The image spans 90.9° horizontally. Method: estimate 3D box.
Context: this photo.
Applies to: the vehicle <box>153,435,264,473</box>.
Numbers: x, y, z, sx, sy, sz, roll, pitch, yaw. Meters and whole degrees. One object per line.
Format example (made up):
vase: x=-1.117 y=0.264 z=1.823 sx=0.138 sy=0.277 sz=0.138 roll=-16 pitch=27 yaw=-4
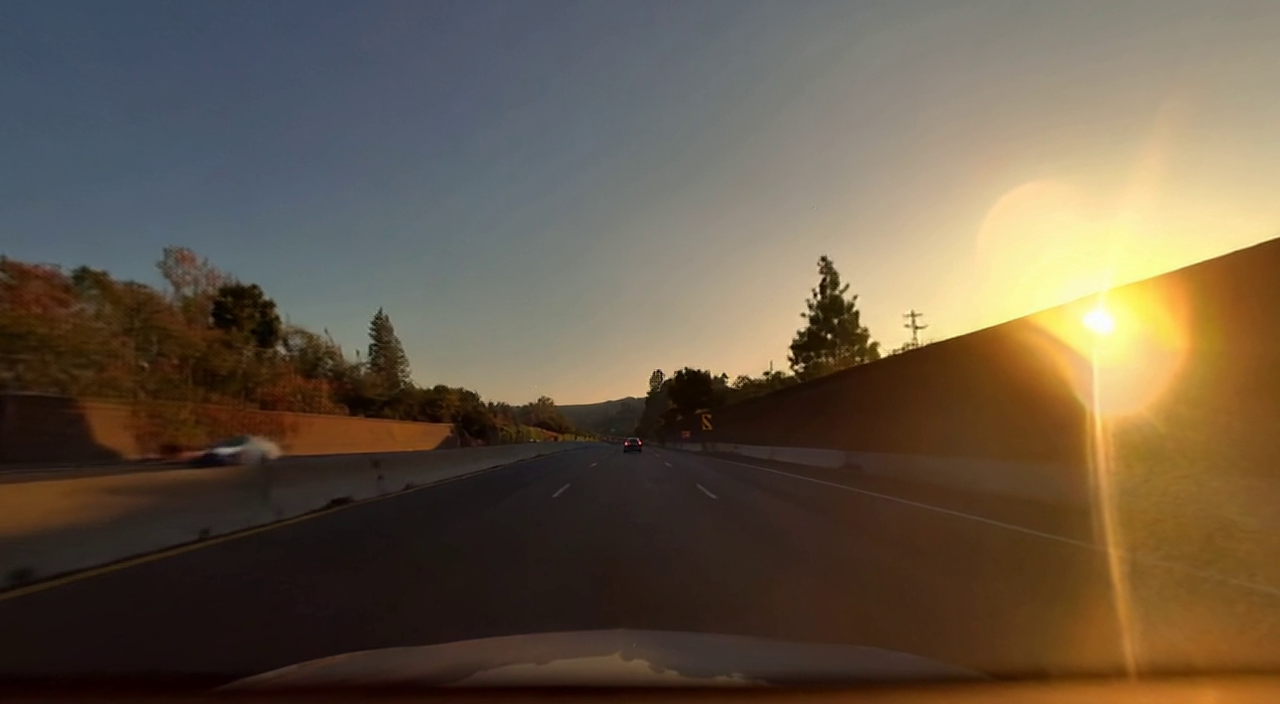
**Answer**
vehicle: x=-20.567 y=4.845 z=30.355 sx=1.954 sy=1.638 sz=4.797 roll=0 pitch=-8 yaw=-1
